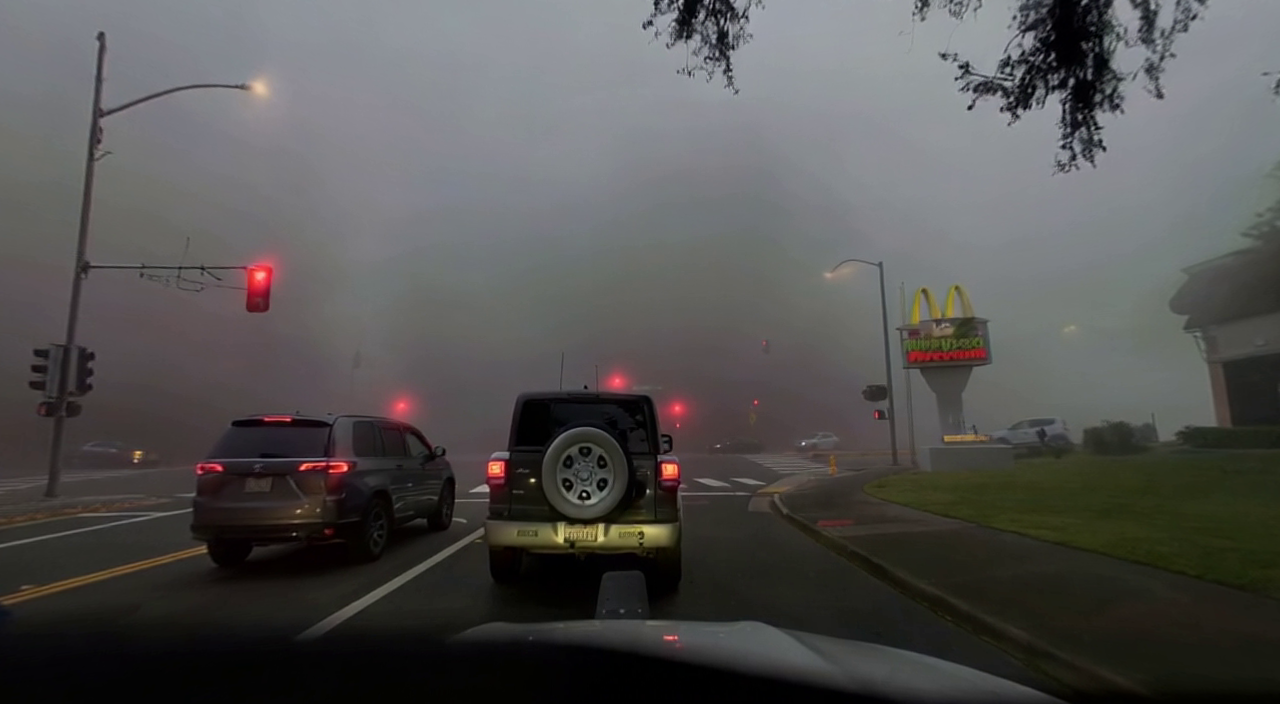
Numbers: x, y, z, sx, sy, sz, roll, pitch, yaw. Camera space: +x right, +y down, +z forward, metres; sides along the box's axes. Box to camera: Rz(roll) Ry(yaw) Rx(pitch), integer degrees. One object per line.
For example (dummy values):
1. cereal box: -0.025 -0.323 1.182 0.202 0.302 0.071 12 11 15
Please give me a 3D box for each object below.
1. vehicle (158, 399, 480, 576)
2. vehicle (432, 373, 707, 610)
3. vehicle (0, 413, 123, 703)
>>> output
1. vehicle: -3.909 1.739 8.870 2.130 1.819 4.497 0 -8 0
2. vehicle: -0.616 1.479 7.557 2.224 1.923 4.643 0 -8 -1
3. vehicle: -3.888 0.778 1.234 1.941 1.479 4.541 0 -8 -1
